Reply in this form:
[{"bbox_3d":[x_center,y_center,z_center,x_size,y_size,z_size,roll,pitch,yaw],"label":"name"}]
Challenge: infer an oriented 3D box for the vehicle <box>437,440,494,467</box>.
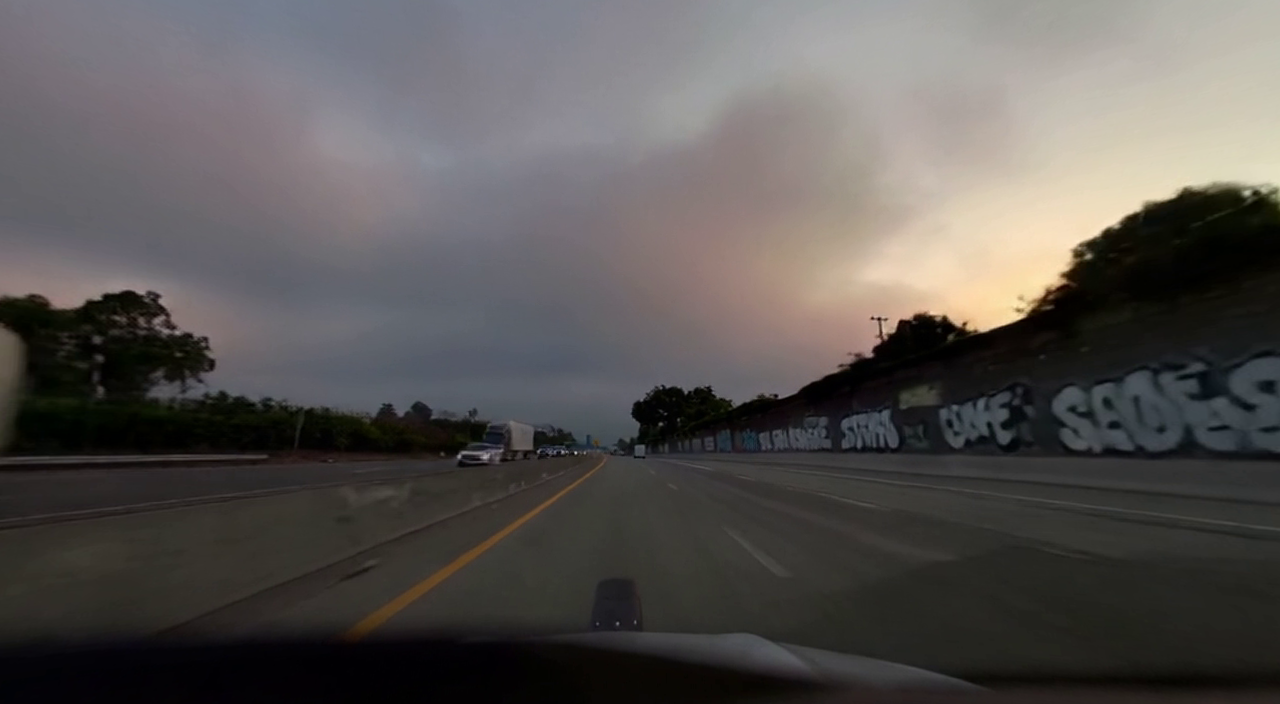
[{"bbox_3d":[-10.006,5.868,36.272,2.171,1.486,3.977,0,-9,-1],"label":"vehicle"}]
